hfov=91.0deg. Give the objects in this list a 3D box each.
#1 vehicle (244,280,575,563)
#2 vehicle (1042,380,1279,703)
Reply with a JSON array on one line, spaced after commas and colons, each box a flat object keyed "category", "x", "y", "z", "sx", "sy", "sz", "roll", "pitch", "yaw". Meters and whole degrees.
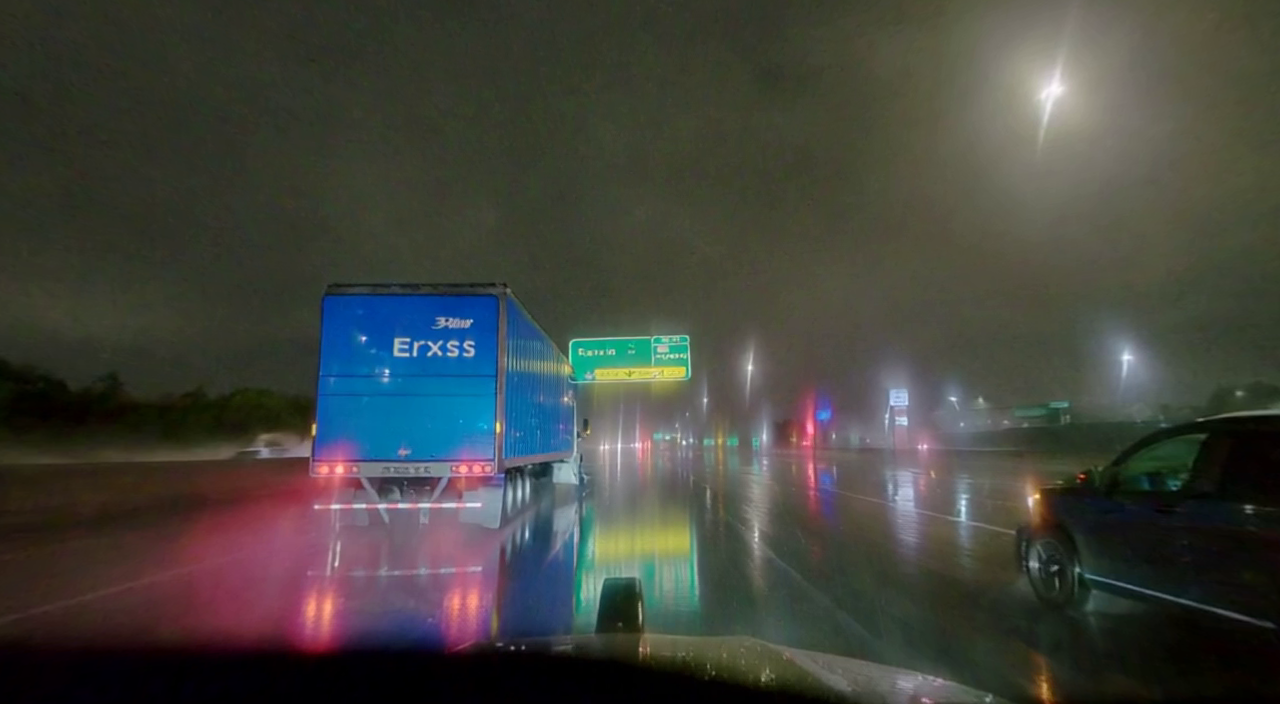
[{"category": "vehicle", "x": -3.198, "y": 1.431, "z": 11.882, "sx": 2.922, "sy": 3.458, "sz": 8.360, "roll": 0, "pitch": -9, "yaw": 1}, {"category": "vehicle", "x": 3.768, "y": 0.789, "z": 1.931, "sx": 2.044, "sy": 1.558, "sz": 4.577, "roll": 0, "pitch": -9, "yaw": 0}]
